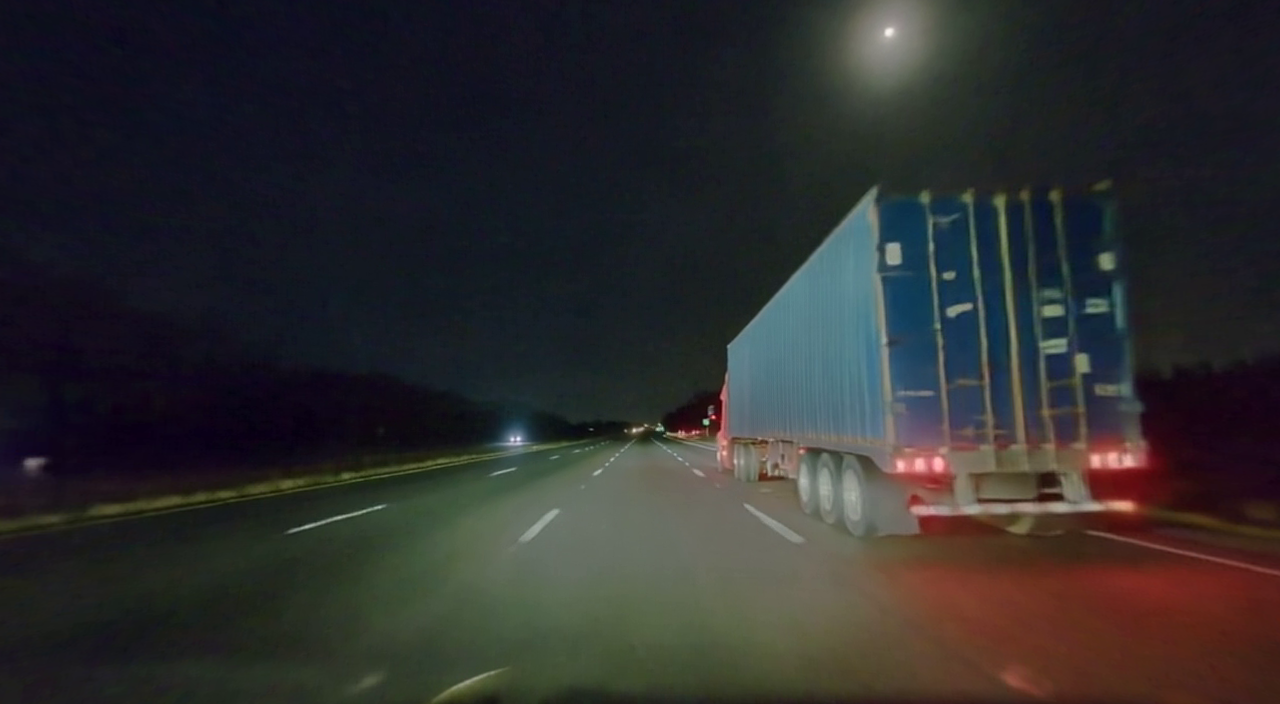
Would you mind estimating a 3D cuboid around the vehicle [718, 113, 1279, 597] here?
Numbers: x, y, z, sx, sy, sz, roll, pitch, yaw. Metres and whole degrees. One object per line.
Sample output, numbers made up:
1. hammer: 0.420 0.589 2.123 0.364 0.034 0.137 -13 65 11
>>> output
1. vehicle: 3.692 0.746 10.769 3.446 3.698 12.089 0 -8 1
